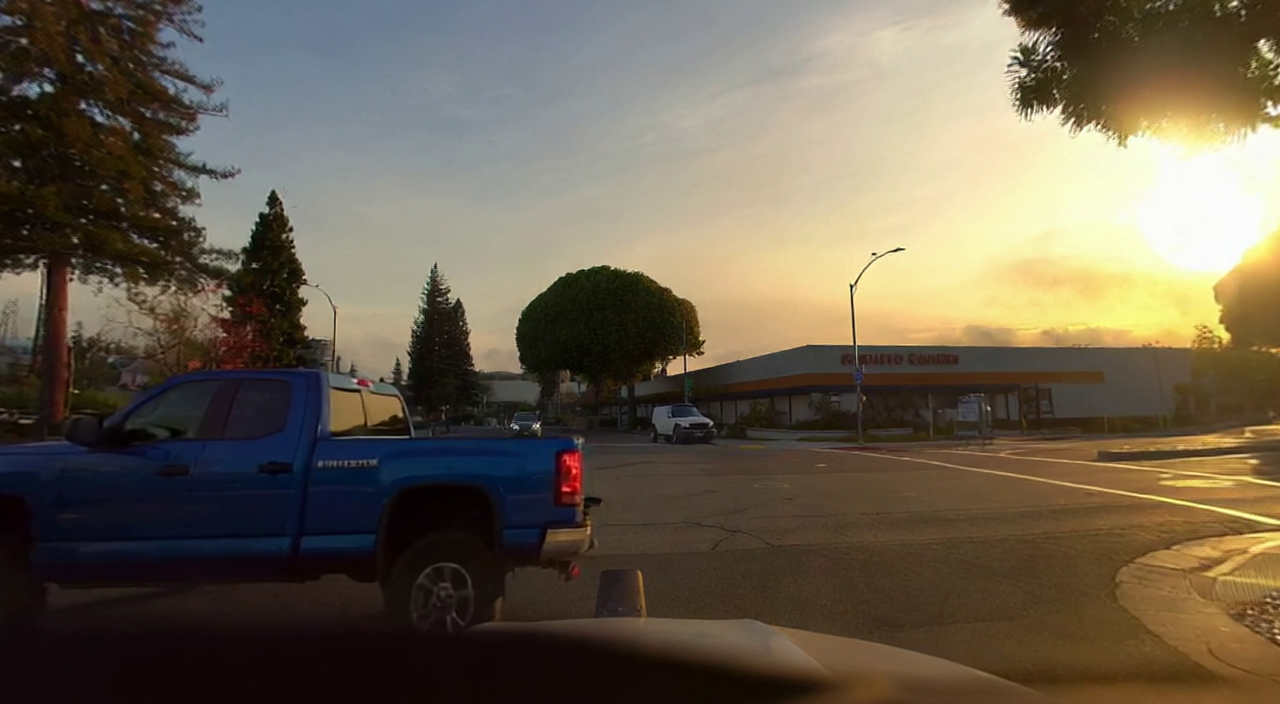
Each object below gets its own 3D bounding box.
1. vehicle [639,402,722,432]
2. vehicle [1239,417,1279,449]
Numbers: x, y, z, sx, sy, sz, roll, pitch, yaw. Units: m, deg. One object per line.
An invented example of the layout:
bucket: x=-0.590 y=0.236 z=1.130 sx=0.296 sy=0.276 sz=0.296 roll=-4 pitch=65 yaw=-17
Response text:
vehicle: x=2.729 y=4.599 z=43.594 sx=2.435 sy=1.858 sz=5.585 roll=8 pitch=-12 yaw=-44
vehicle: x=41.817 y=5.338 z=41.149 sx=5.748 sy=1.977 sz=2.265 roll=5 pitch=-10 yaw=-33
